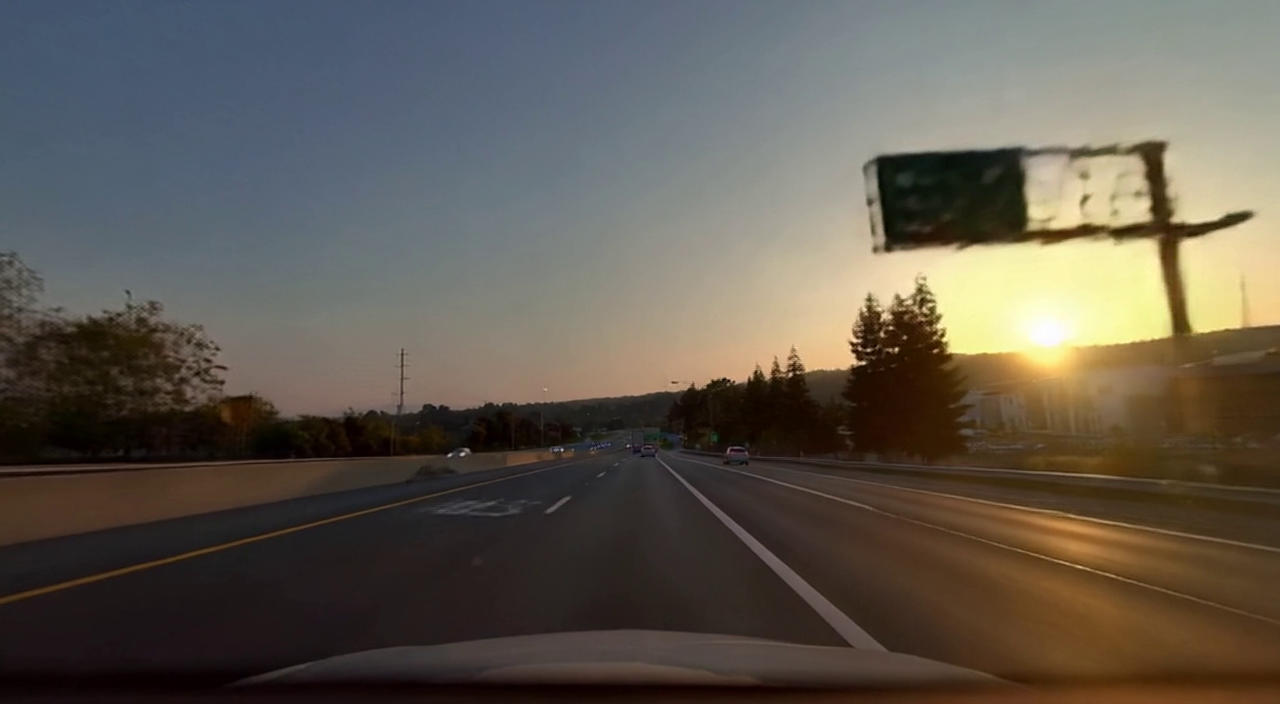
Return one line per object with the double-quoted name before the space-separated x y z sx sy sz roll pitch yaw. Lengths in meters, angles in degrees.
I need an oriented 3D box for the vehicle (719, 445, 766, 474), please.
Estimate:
"vehicle" 6.173 6.507 38.371 2.085 1.594 4.848 0 -9 0
